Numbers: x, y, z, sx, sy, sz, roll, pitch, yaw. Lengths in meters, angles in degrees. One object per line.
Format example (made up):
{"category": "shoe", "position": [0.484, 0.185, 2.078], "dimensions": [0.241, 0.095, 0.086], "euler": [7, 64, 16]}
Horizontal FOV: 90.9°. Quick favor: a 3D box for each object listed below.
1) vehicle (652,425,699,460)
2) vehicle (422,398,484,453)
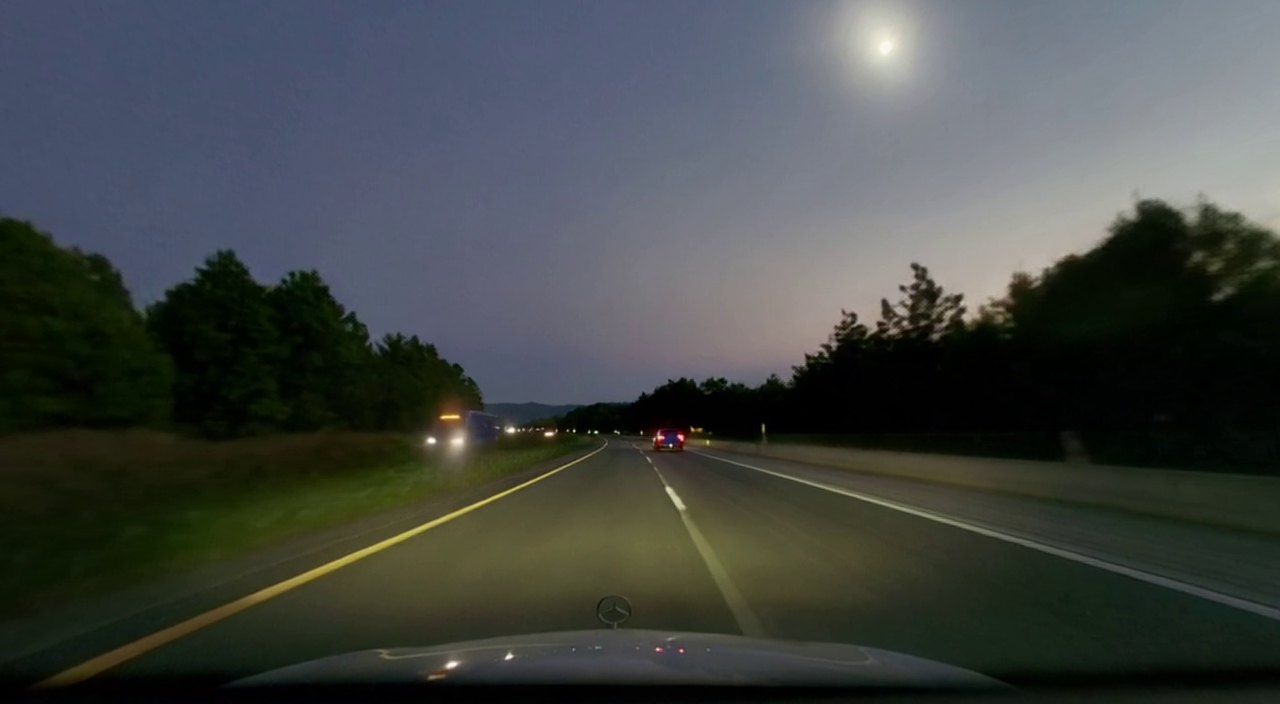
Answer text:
{"category": "vehicle", "position": [1.925, 5.096, 35.751], "dimensions": [2.240, 1.801, 4.545], "euler": [0, -8, -2]}
{"category": "vehicle", "position": [-14.264, 5.715, 48.577], "dimensions": [3.077, 3.908, 5.911], "euler": [0, -8, -2]}
